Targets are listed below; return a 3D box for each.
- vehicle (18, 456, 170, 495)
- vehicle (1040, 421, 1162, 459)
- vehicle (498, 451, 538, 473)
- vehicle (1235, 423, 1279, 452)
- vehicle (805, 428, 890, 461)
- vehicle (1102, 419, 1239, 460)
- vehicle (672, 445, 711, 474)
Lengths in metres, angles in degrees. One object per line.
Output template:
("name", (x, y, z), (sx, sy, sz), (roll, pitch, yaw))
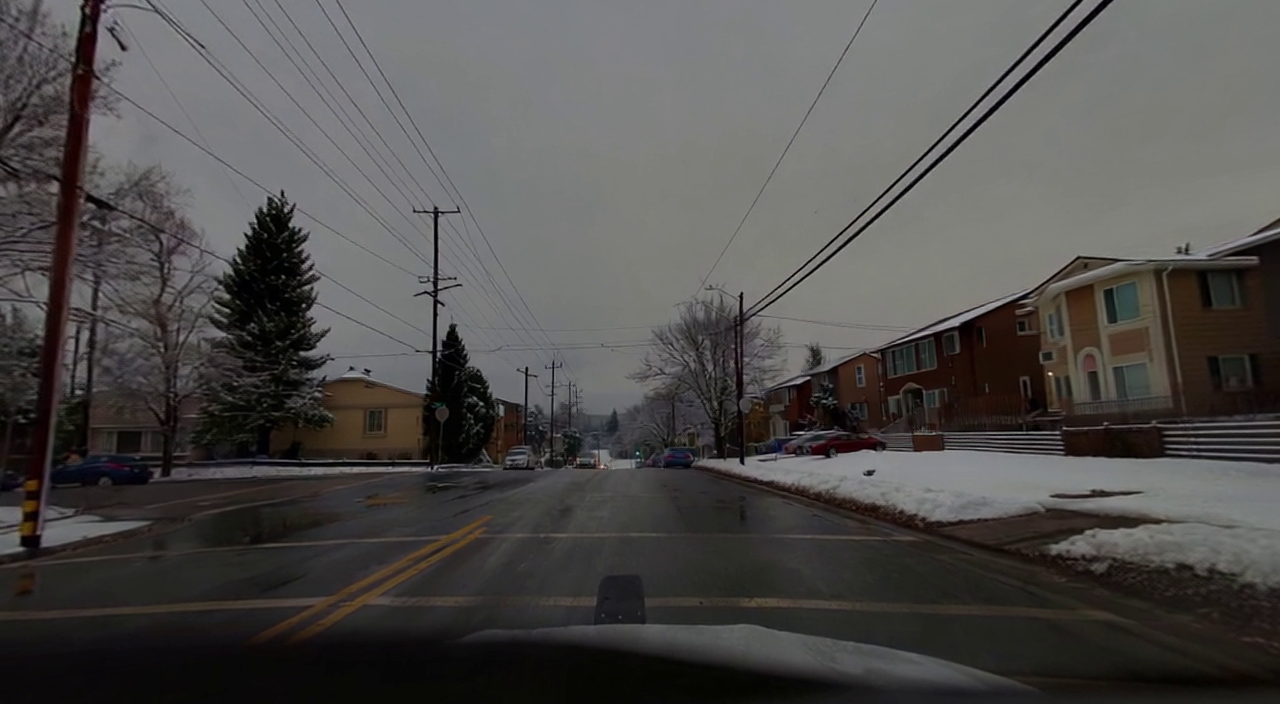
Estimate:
("vehicle", (-22.308, 5.025, 25.935), (4.424, 1.486, 1.814), (0, -9, -2))
("vehicle", (22.096, 4.187, 30.507), (4.320, 1.673, 1.957), (-2, -5, 23))
("vehicle", (-8.552, 7.744, 44.678), (2.066, 1.472, 4.353), (0, -8, -2))
("vehicle", (33.077, 4.450, 32.836), (3.433, 1.389, 1.683), (3, -9, -22))
("vehicle", (11.228, 4.989, 34.072), (4.509, 1.664, 1.981), (6, -10, -35))
("vehicle", (22.393, 3.747, 26.784), (4.002, 1.505, 2.061), (-1, -10, -5))
("vehicle", (3.245, 6.856, 40.647), (1.993, 1.755, 4.256), (0, -8, -2))
